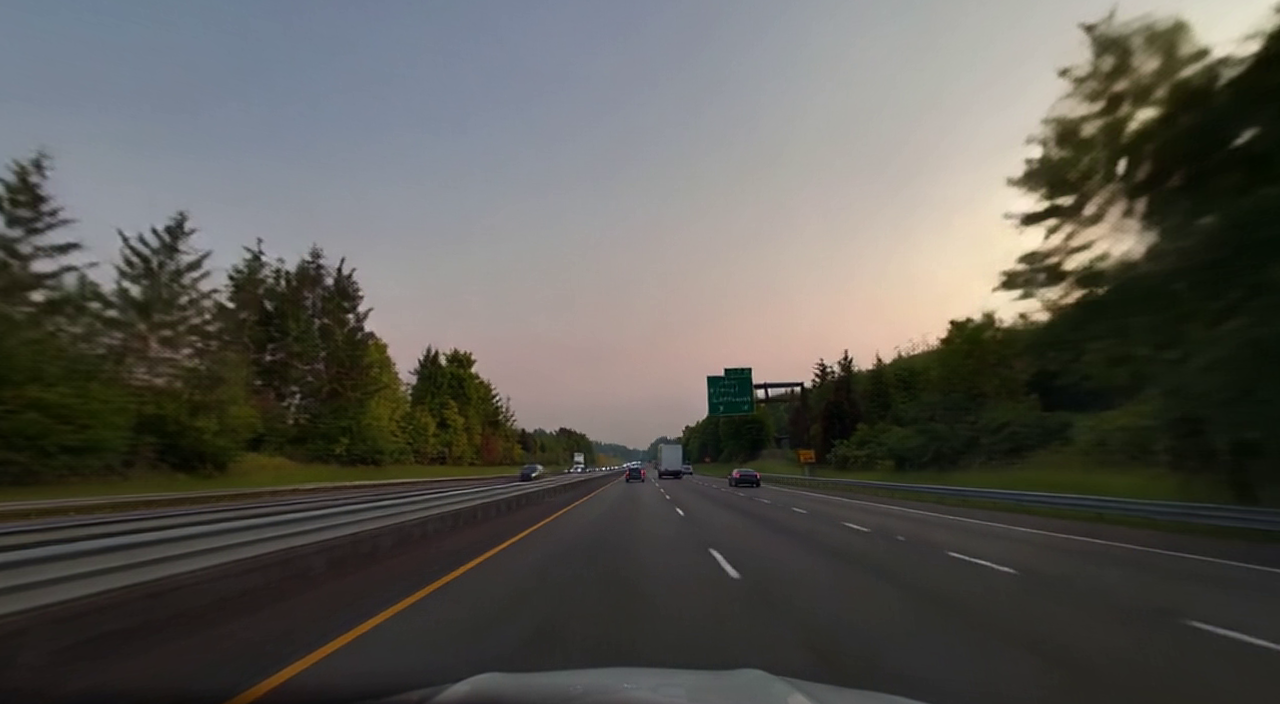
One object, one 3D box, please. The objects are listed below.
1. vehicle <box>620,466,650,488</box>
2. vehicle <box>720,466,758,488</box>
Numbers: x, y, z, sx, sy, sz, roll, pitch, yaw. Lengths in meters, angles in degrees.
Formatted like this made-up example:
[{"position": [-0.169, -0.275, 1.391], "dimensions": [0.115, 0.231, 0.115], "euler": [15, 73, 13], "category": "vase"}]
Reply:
[{"position": [-0.358, 8.849, 44.772], "dimensions": [2.025, 1.452, 3.927], "euler": [1, -10, -1], "category": "vehicle"}, {"position": [7.350, 9.355, 47.196], "dimensions": [1.977, 1.494, 4.311], "euler": [1, -10, -2], "category": "vehicle"}]
